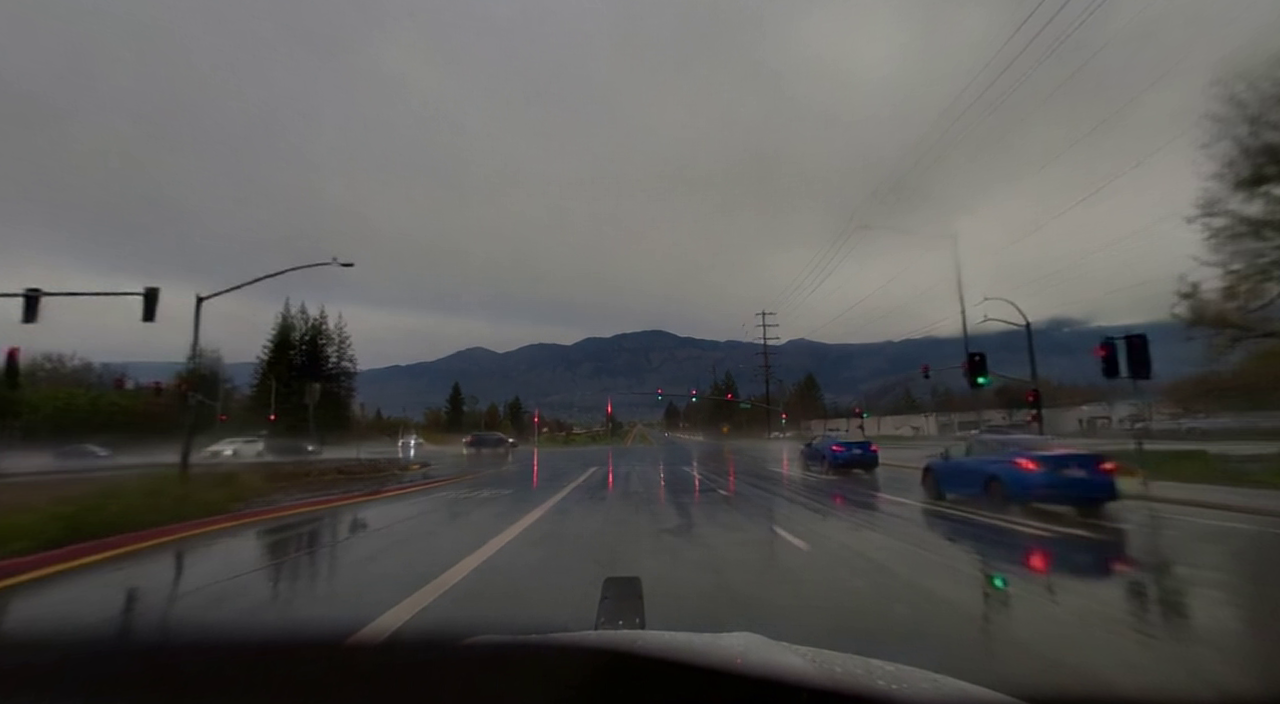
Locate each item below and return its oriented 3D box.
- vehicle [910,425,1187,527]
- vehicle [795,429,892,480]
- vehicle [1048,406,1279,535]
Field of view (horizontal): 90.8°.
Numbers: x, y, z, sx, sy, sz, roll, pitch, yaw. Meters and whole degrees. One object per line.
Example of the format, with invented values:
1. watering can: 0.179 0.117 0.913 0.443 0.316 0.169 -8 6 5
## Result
1. vehicle: 6.978 2.155 11.599 1.990 1.480 4.624 0 -8 0
2. vehicle: 6.978 3.560 22.228 1.899 1.570 4.666 0 -8 0
3. vehicle: 9.663 1.981 11.084 1.977 1.773 4.646 0 -8 2
